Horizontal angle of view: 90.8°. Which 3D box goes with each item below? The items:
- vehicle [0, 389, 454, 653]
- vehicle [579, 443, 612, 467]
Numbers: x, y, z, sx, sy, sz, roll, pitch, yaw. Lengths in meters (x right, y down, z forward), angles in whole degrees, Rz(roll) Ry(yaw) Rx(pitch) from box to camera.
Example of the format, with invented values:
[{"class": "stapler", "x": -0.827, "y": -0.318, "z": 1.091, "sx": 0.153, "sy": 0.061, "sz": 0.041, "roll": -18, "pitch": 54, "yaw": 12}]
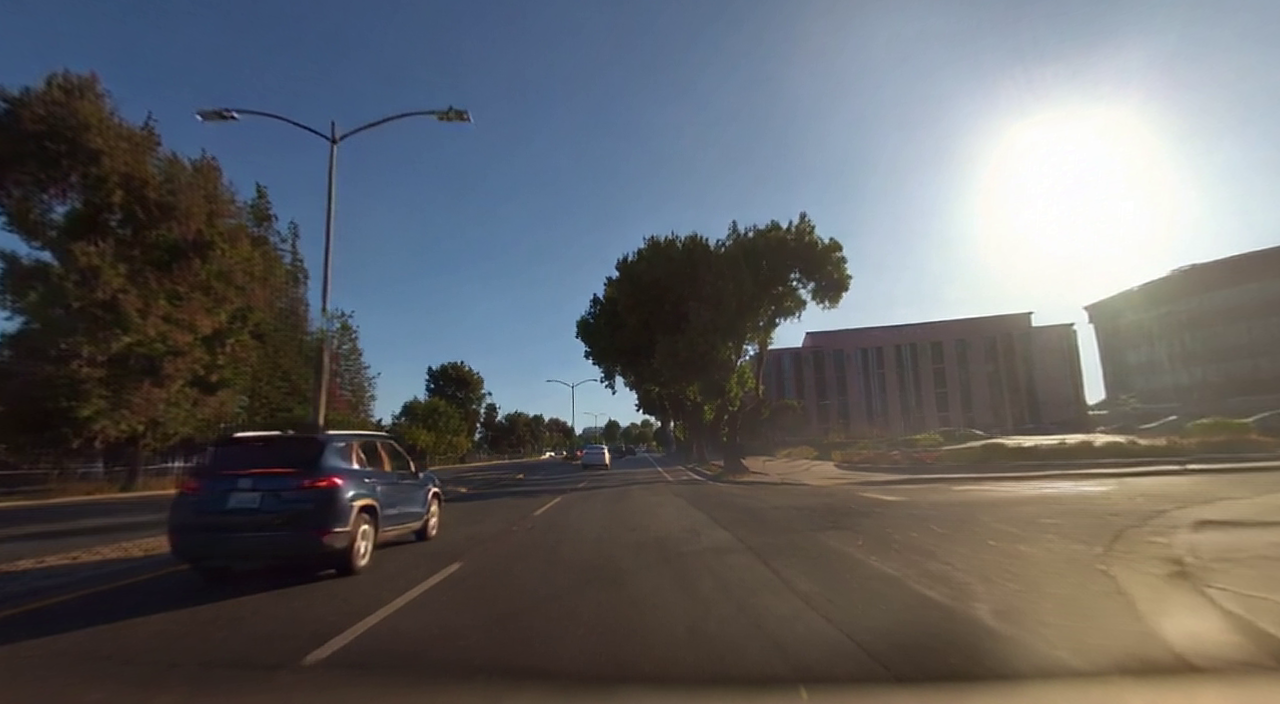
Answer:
[{"class": "vehicle", "x": -3.776, "y": 1.448, "z": 6.531, "sx": 2.202, "sy": 1.685, "sz": 4.772, "roll": 0, "pitch": -9, "yaw": 1}, {"class": "vehicle", "x": -3.415, "y": 8.023, "z": 49.398, "sx": 2.179, "sy": 1.771, "sz": 4.267, "roll": 0, "pitch": -9, "yaw": 1}]
